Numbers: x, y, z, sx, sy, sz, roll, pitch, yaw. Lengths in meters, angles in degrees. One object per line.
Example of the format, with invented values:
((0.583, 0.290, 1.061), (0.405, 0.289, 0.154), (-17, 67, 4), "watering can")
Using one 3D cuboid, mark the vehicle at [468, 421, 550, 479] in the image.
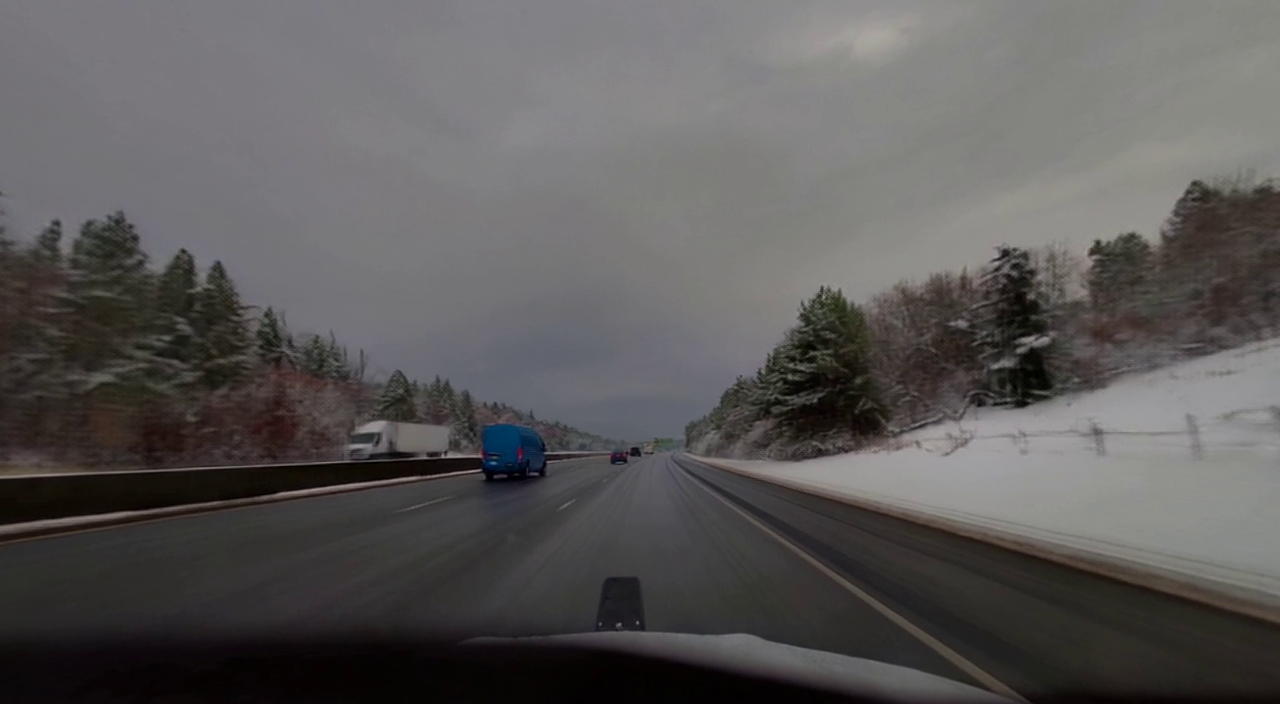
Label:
((-6.105, 4.721, 30.362), (2.449, 2.471, 6.130), (-1, -9, 2), "vehicle")
